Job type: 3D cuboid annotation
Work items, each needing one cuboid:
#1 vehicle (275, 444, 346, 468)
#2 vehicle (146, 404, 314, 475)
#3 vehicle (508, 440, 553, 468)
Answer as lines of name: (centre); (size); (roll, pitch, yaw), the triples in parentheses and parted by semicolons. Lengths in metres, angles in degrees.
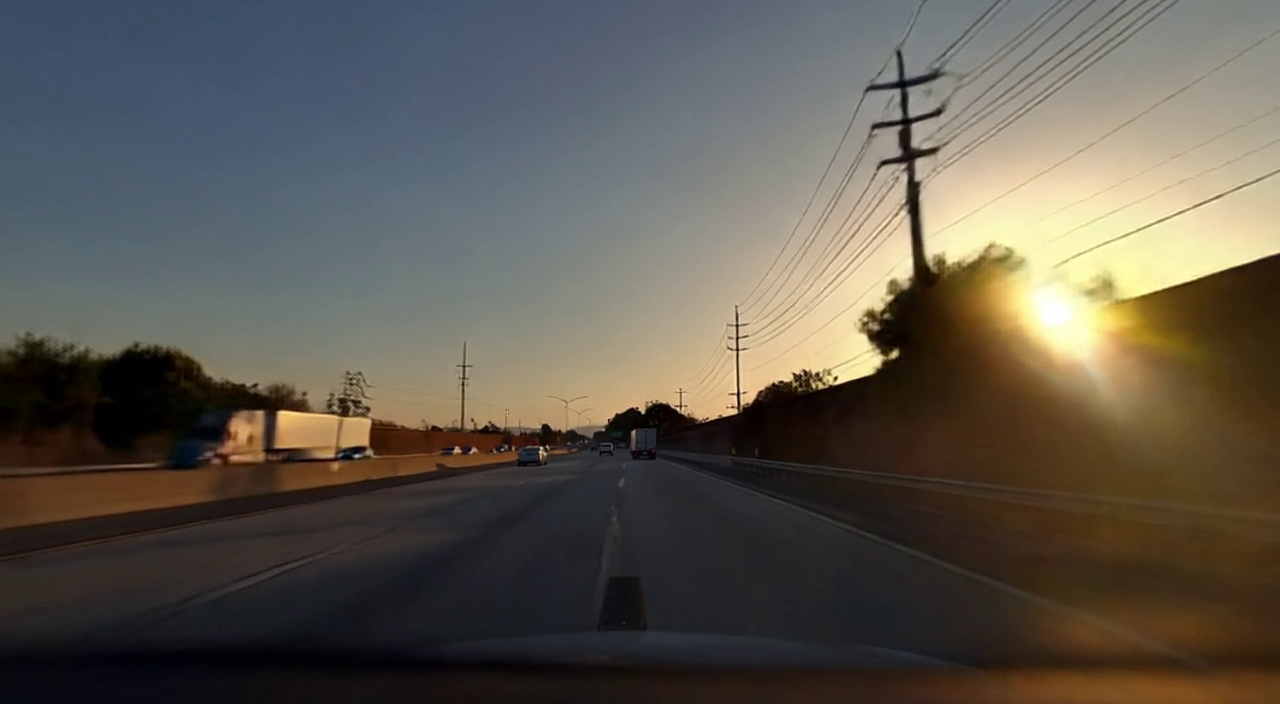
vehicle: (-21.722, 6.849, 41.836); (2.134, 1.490, 4.854); (0, -8, -1)
vehicle: (-25.997, 5.740, 41.231); (3.172, 3.908, 11.933); (1, -8, -2)
vehicle: (-6.813, 6.379, 39.574); (2.064, 1.642, 4.389); (0, -8, 0)
